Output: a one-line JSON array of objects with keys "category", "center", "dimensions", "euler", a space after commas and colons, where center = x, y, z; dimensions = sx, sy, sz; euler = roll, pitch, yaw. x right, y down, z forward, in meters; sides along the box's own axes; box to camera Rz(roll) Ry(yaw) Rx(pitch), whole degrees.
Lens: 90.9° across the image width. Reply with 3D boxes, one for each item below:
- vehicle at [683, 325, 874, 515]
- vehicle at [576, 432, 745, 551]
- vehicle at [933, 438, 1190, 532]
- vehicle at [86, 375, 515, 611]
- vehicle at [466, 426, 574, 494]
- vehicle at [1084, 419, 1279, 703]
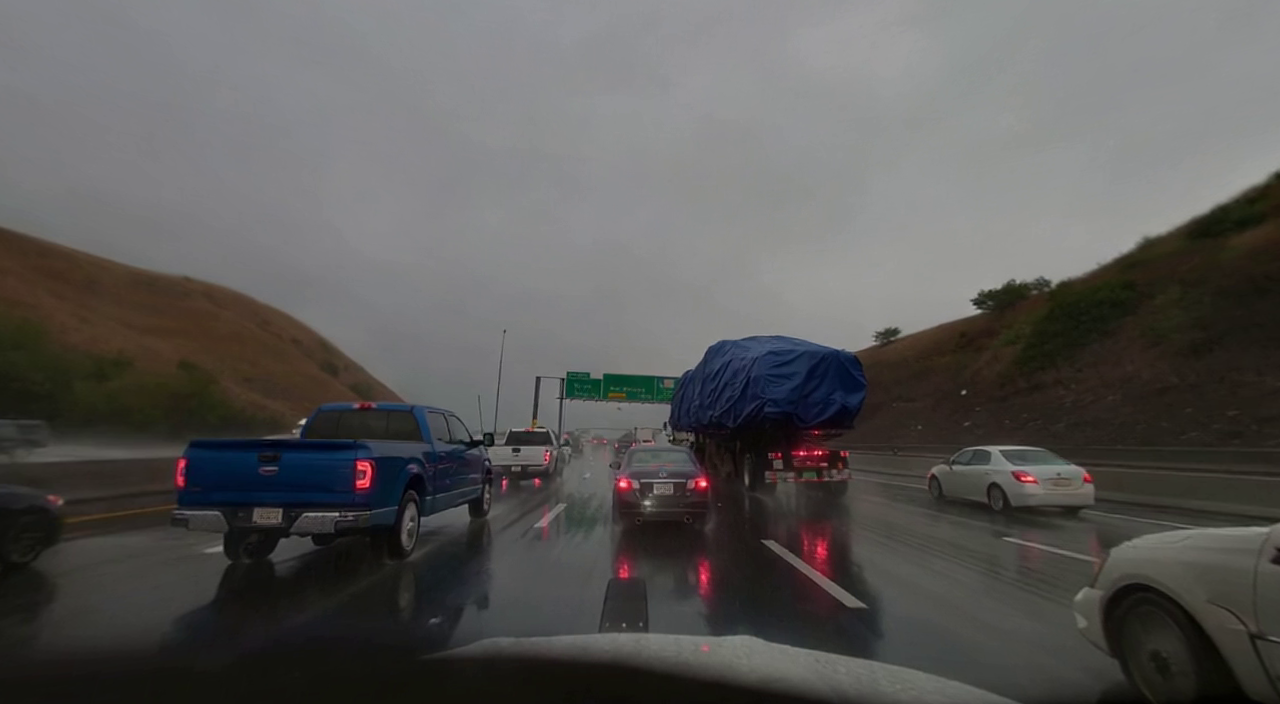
[{"category": "vehicle", "center": [3.349, 2.222, 19.123], "dimensions": [2.759, 4.098, 10.906], "euler": [0, -8, -3]}, {"category": "vehicle", "center": [0.228, 2.042, 9.947], "dimensions": [2.105, 1.471, 3.978], "euler": [0, -8, -1]}, {"category": "vehicle", "center": [7.783, 2.447, 12.298], "dimensions": [2.092, 1.495, 4.194], "euler": [0, -8, 0]}, {"category": "vehicle", "center": [-3.281, 1.523, 7.861], "dimensions": [2.318, 1.902, 5.374], "euler": [0, -8, 0]}, {"category": "vehicle", "center": [-3.507, 3.278, 19.547], "dimensions": [2.348, 1.821, 5.061], "euler": [0, -8, 0]}, {"category": "vehicle", "center": [3.548, 0.794, 1.082], "dimensions": [2.169, 1.447, 4.817], "euler": [0, -8, 2]}]
